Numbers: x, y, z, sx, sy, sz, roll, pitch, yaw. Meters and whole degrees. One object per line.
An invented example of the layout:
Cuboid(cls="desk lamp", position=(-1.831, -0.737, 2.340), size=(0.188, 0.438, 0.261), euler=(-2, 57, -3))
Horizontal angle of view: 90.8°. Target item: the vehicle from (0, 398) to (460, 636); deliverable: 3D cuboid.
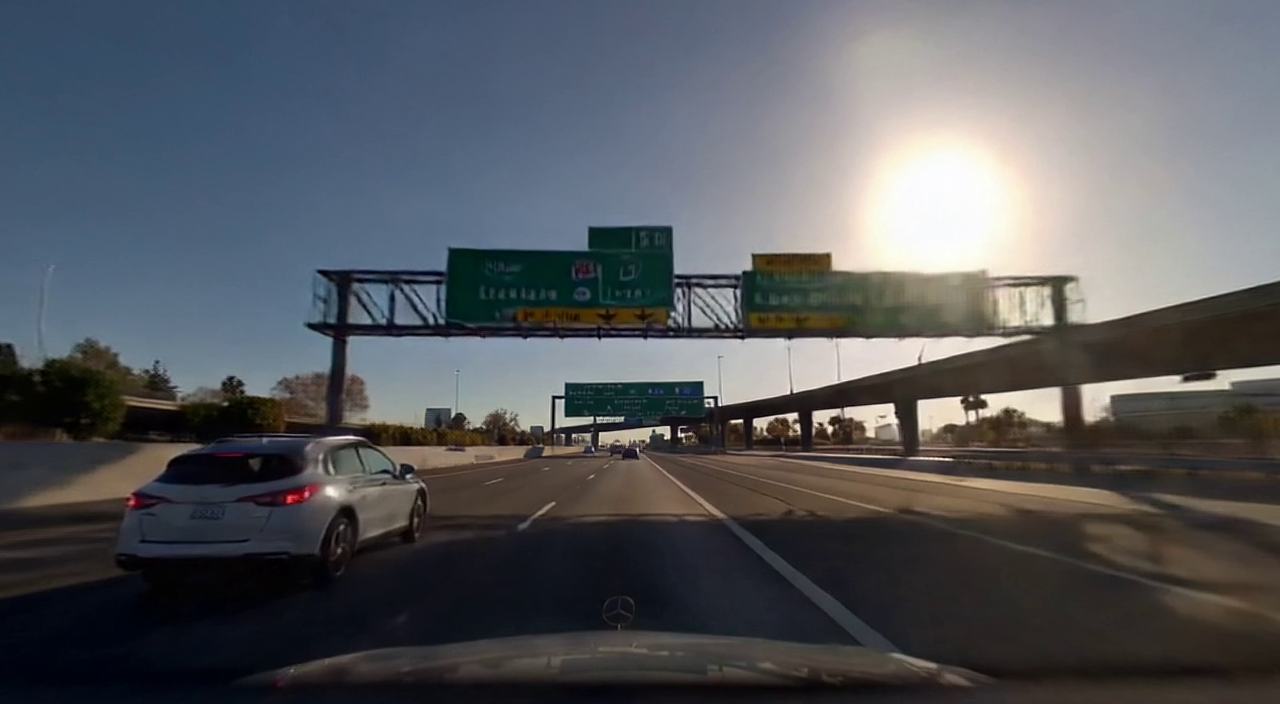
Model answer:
Cuboid(cls="vehicle", position=(-3.650, 1.509, 6.788), size=(2.178, 1.699, 4.321), euler=(0, -8, 0))
